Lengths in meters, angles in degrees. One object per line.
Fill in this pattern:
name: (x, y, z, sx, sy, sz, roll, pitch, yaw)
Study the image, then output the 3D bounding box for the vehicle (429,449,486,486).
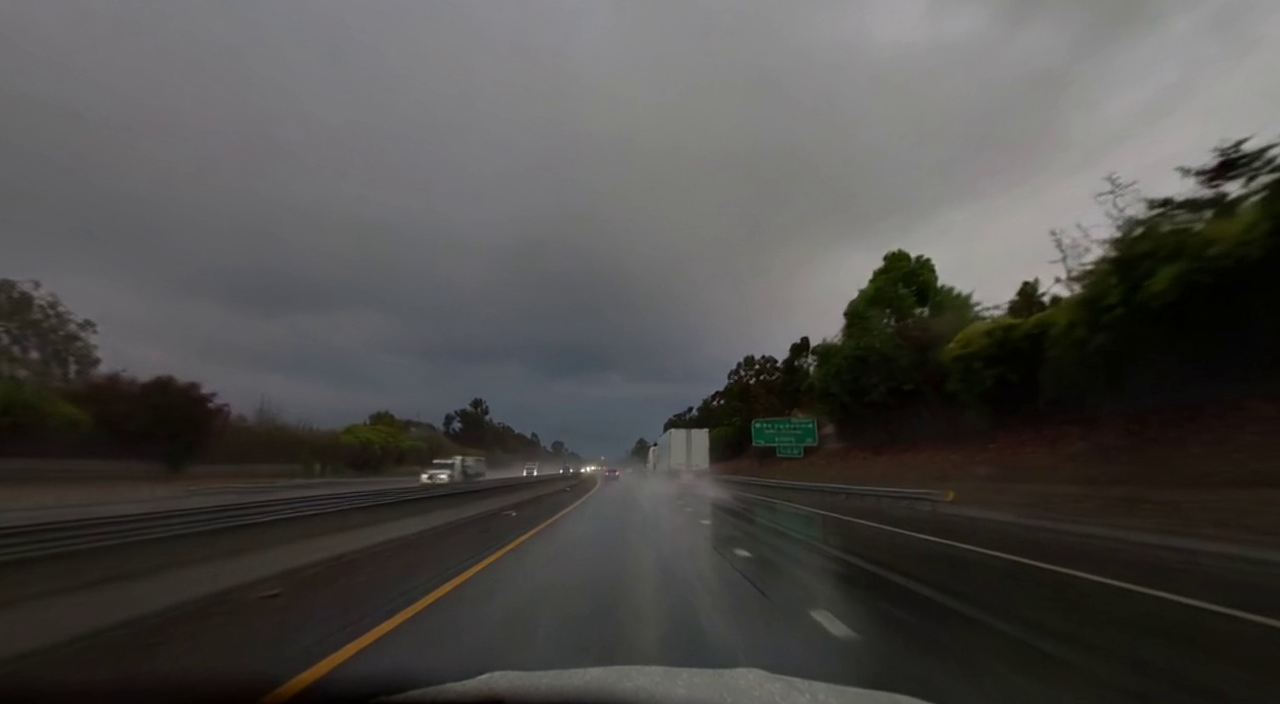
vehicle: (-14.019, 8.949, 48.894, 2.593, 2.612, 6.200, 1, -11, -1)
